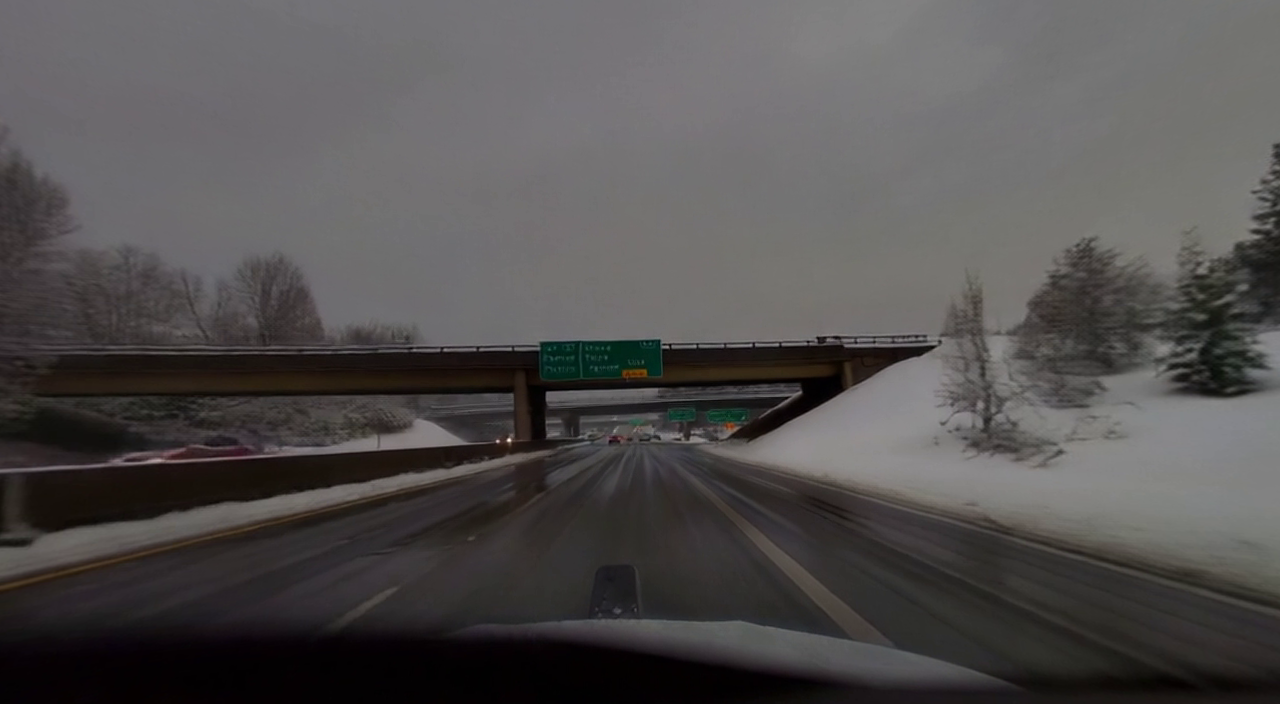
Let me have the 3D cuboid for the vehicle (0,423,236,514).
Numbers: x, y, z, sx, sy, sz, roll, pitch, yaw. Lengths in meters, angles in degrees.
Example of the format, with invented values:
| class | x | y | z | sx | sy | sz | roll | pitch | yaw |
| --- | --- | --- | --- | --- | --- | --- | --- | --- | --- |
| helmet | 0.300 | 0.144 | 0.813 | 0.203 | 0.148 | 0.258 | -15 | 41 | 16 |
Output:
| class | x | y | z | sx | sy | sz | roll | pitch | yaw |
| --- | --- | --- | --- | --- | --- | --- | --- | --- | --- |
| vehicle | -11.896 | 2.576 | 14.537 | 2.179 | 1.752 | 4.402 | 0 | -8 | 0 |
